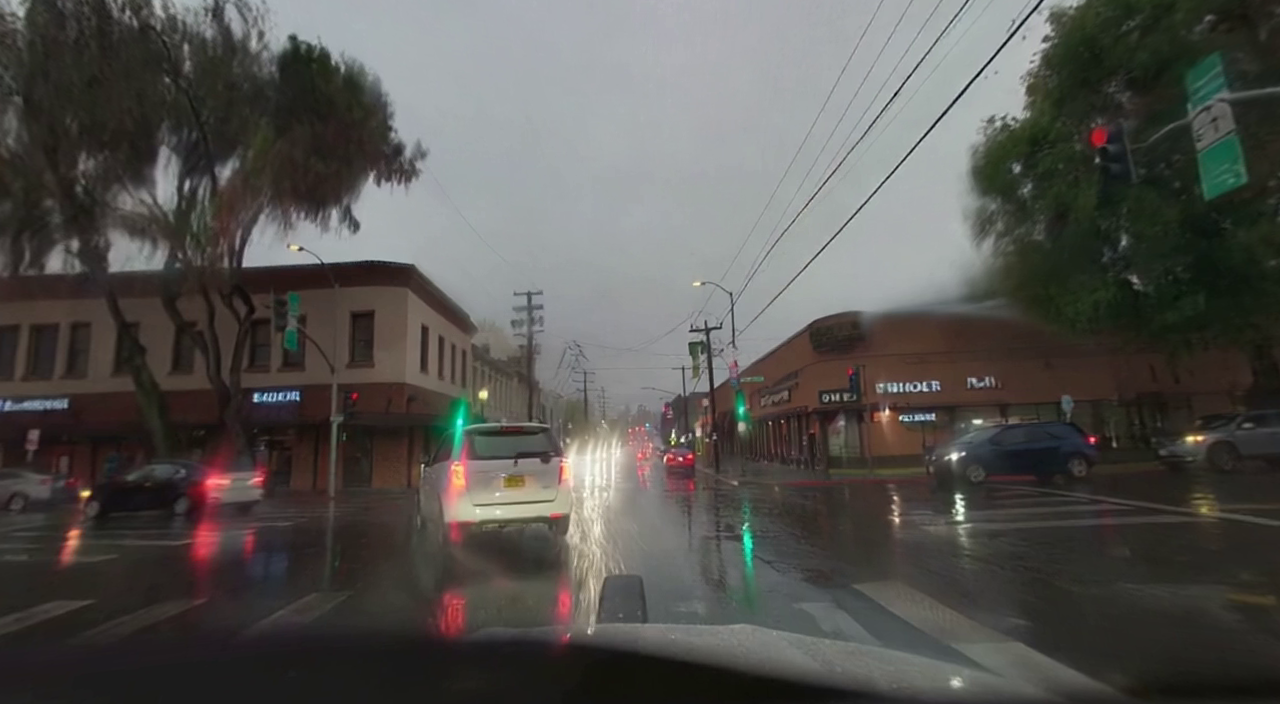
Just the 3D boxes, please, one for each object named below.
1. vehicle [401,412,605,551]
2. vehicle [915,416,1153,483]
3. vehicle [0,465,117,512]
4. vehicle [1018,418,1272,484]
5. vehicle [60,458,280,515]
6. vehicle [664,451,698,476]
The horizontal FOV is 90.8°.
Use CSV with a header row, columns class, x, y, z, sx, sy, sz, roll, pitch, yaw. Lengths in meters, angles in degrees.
class,x,y,z,sx,sy,sz,roll,pitch,yaw
vehicle,-2.671,2.154,11.320,2.440,1.882,4.611,4,-9,-26
vehicle,12.043,3.020,19.700,5.716,1.894,2.433,-1,-8,1
vehicle,-22.764,5.054,23.567,4.703,1.550,2.059,-1,-8,2
vehicle,13.225,2.618,16.837,4.815,1.501,2.157,-2,-8,1
vehicle,-12.898,3.681,17.520,4.666,1.400,2.050,-1,-8,7
vehicle,2.653,7.314,41.715,2.062,1.526,3.989,0,-8,2
